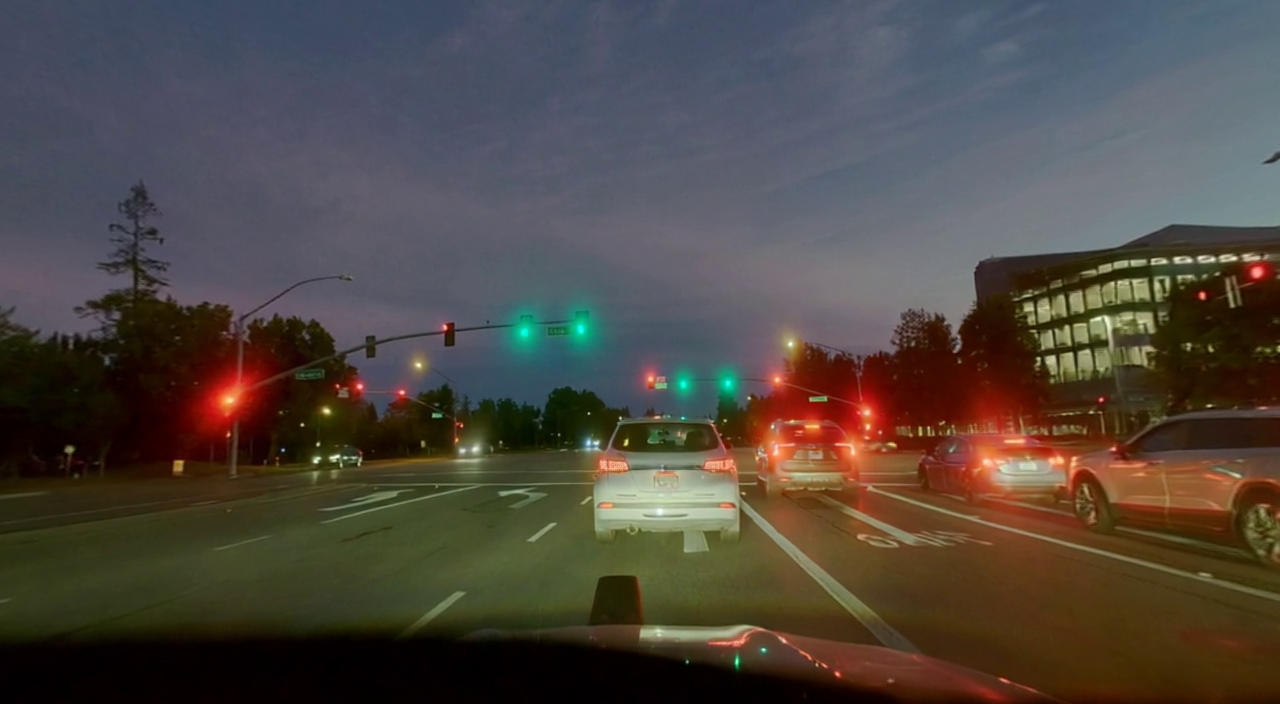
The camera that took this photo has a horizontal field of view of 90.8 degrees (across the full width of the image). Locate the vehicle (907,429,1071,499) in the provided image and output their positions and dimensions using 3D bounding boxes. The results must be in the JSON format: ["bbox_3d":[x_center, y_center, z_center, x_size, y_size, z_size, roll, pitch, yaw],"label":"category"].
[{"bbox_3d":[8.333,2.706,15.622,1.862,1.471,4.297,-1,-9,4],"label":"vehicle"}]

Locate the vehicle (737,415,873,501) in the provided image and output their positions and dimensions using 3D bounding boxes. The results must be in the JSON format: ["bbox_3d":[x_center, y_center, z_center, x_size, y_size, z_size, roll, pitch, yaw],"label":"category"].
[{"bbox_3d":[3.794,2.568,15.534,2.188,1.774,4.646,-1,-9,2],"label":"vehicle"}]

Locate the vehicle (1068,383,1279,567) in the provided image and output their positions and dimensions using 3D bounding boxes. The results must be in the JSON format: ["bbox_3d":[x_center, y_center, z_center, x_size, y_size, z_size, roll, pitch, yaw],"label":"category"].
[{"bbox_3d":[7.380,1.339,7.075,2.074,1.791,4.393,0,-9,1],"label":"vehicle"}]

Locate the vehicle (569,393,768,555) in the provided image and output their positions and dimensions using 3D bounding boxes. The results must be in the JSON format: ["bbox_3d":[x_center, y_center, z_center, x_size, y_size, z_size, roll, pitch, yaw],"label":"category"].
[{"bbox_3d":[0.286,1.670,9.210,2.211,1.795,4.179,0,-9,-1],"label":"vehicle"}]
